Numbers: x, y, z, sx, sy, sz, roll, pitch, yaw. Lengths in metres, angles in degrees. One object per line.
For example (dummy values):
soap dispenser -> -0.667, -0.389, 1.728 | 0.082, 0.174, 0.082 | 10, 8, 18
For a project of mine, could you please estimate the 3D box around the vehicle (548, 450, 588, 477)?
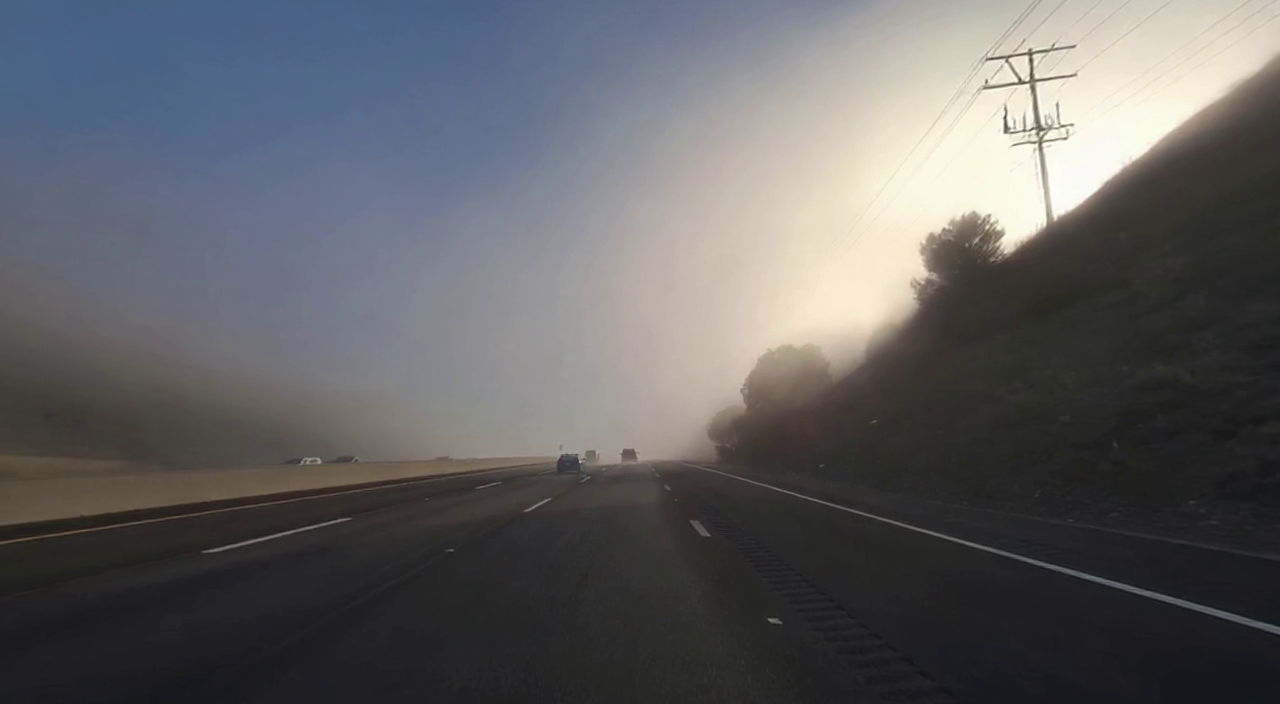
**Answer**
vehicle -> -4.294, 6.679, 38.122 | 1.924, 1.511, 4.079 | 0, -9, 0
